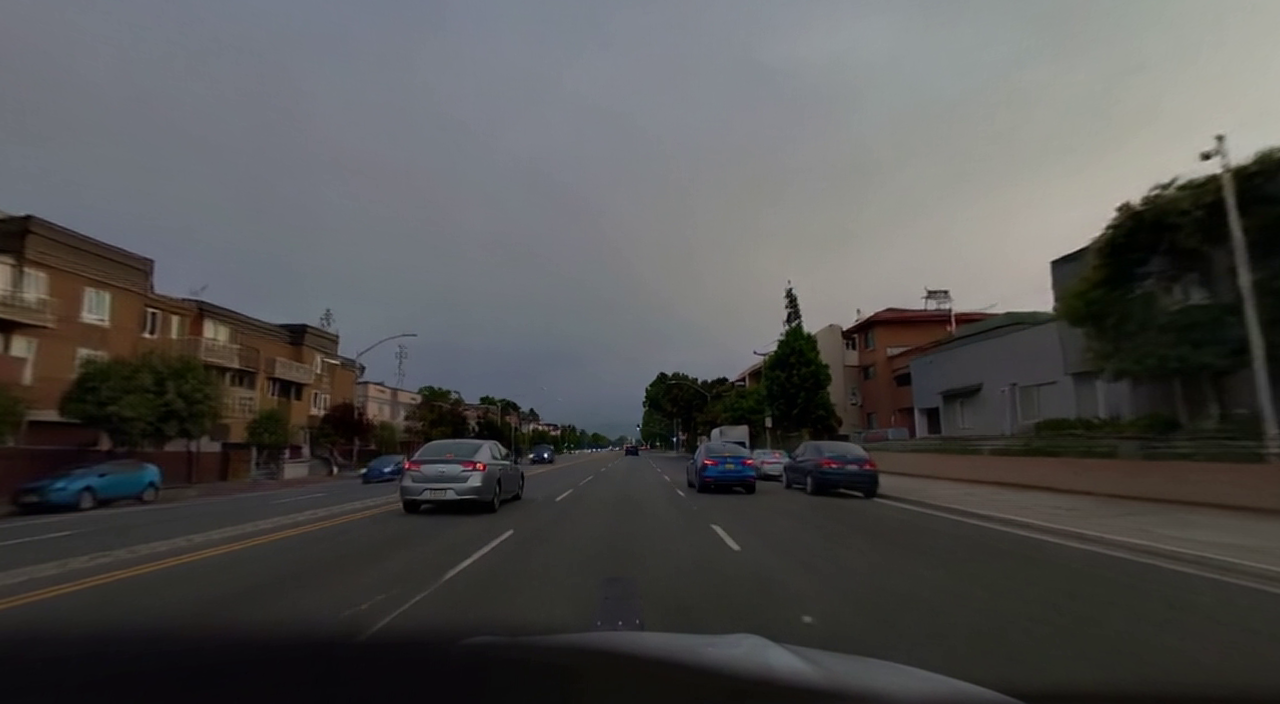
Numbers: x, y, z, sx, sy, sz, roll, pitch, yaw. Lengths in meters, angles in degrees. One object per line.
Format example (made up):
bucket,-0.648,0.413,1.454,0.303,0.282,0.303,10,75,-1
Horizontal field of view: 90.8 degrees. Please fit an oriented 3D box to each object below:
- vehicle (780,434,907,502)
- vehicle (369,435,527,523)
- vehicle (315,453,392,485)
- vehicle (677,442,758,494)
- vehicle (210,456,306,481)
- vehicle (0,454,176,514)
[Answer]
vehicle,6.006,3.473,19.477,2.085,1.782,5.258,0,-8,-1
vehicle,-3.767,2.545,13.242,2.062,1.527,4.044,0,-8,0
vehicle,-15.054,6.130,33.477,1.907,1.494,4.549,0,-9,1
vehicle,2.359,3.660,20.370,1.978,1.471,4.426,0,-8,-1
vehicle,-24.104,7.337,40.001,4.816,1.482,1.995,-1,-9,3
vehicle,-18.111,4.272,20.951,2.003,1.699,4.524,-2,-9,-1
